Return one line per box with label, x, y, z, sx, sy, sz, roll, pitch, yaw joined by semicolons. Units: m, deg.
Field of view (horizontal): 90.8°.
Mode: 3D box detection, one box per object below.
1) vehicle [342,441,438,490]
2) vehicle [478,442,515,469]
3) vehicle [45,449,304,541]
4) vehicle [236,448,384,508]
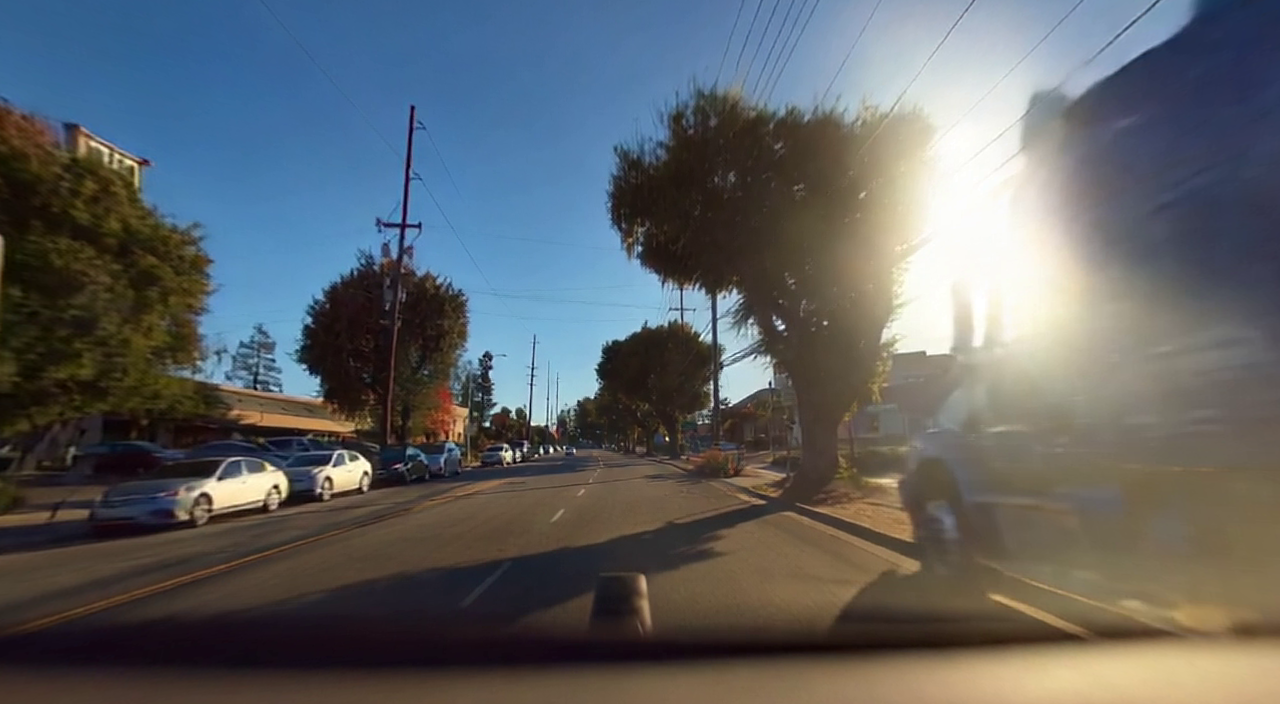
vehicle;-9.539;4.351;24.545;2.027;1.719;4.575;0;-9;-3
vehicle;-10.604;7.697;47.145;2.016;1.872;5.297;1;-9;-6
vehicle;-8.957;2.729;12.832;1.939;1.480;4.632;1;-9;-4
vehicle;-9.216;3.520;18.204;1.878;1.471;4.698;0;-9;-2
